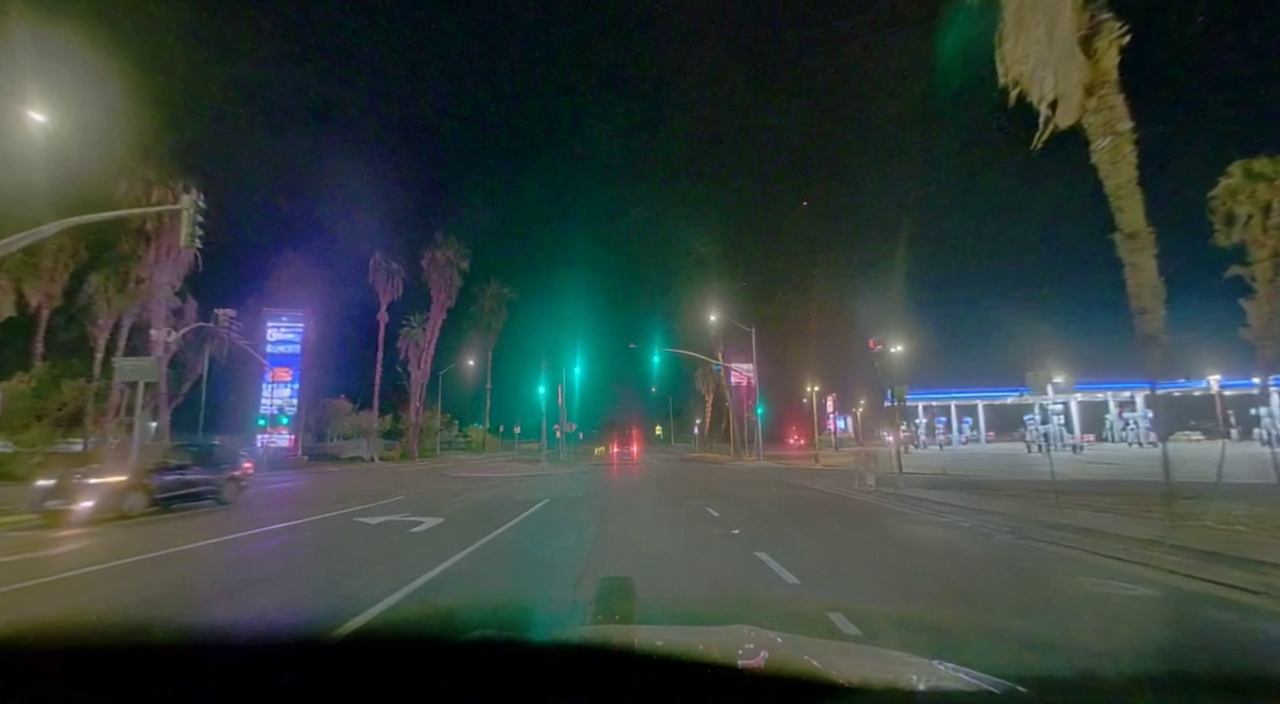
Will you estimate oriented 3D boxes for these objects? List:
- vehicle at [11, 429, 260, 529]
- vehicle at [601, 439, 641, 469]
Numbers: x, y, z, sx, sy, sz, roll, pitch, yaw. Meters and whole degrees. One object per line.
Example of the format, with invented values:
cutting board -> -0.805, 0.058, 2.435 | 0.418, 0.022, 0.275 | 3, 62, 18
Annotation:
vehicle -> -11.378, 2.850, 14.816 | 2.009, 1.949, 4.488 | 0, -8, 1
vehicle -> -1.043, 5.645, 35.095 | 2.073, 1.525, 4.809 | 0, -8, -2
